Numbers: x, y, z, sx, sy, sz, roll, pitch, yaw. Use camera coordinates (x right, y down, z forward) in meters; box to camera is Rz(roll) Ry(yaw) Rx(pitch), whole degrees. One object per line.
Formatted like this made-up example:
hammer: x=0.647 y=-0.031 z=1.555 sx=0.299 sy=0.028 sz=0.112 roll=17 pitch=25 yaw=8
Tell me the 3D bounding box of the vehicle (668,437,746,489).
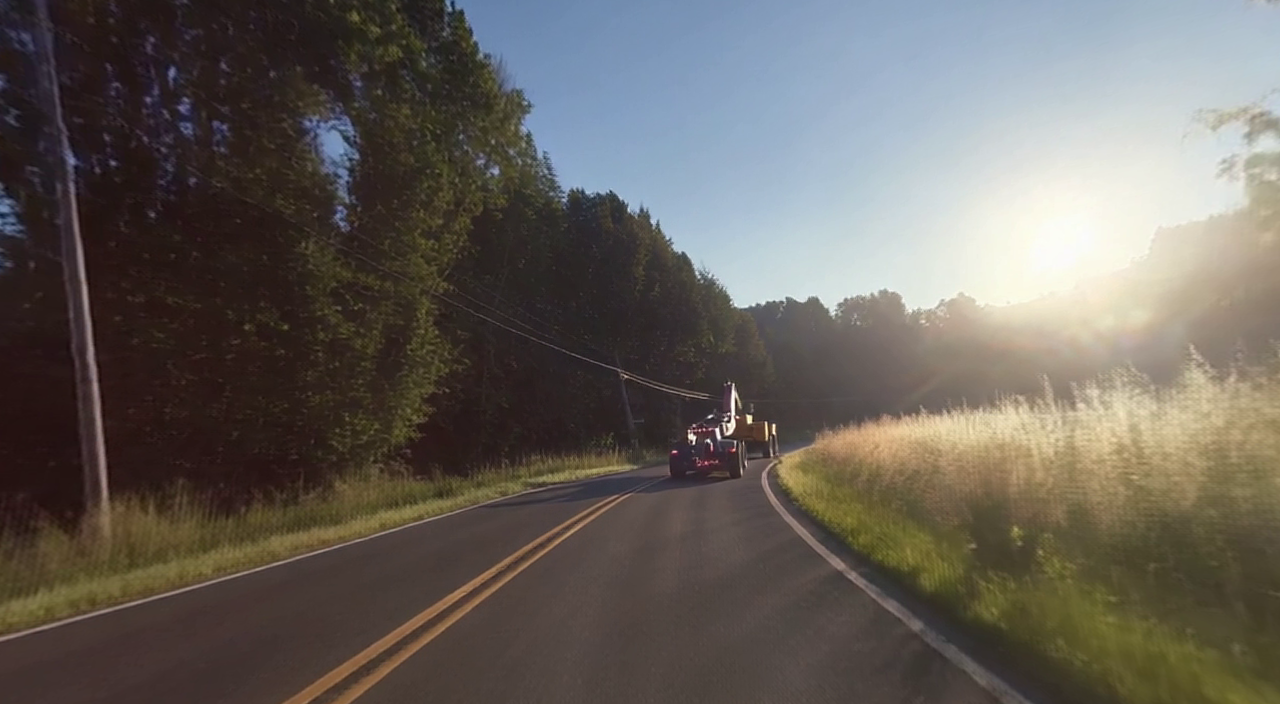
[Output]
vehicle: x=2.161 y=3.497 z=20.161 sx=2.196 sy=1.465 sz=4.294 roll=-1 pitch=-8 yaw=7
